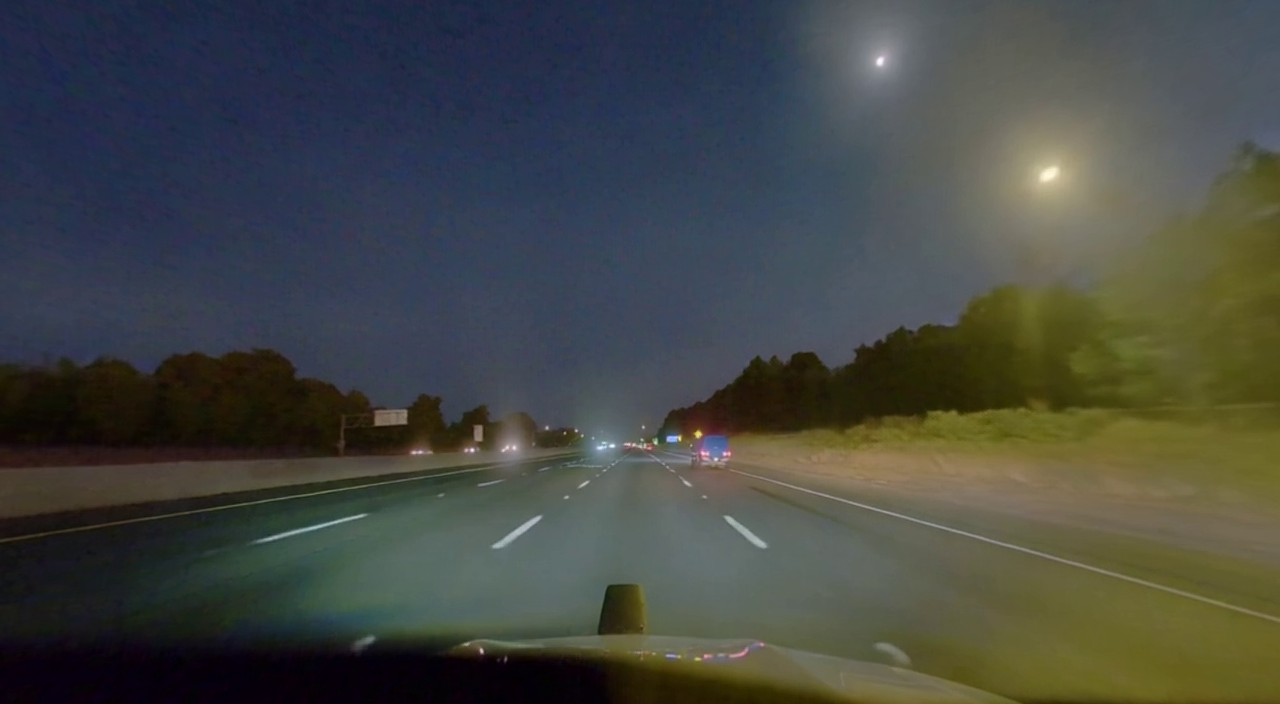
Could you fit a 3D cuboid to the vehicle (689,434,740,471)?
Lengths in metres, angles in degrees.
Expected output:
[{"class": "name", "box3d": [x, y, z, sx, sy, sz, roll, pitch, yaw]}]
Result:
[{"class": "vehicle", "box3d": [4.120, 5.630, 35.644, 2.172, 1.930, 4.879, 0, -8, -1]}]
